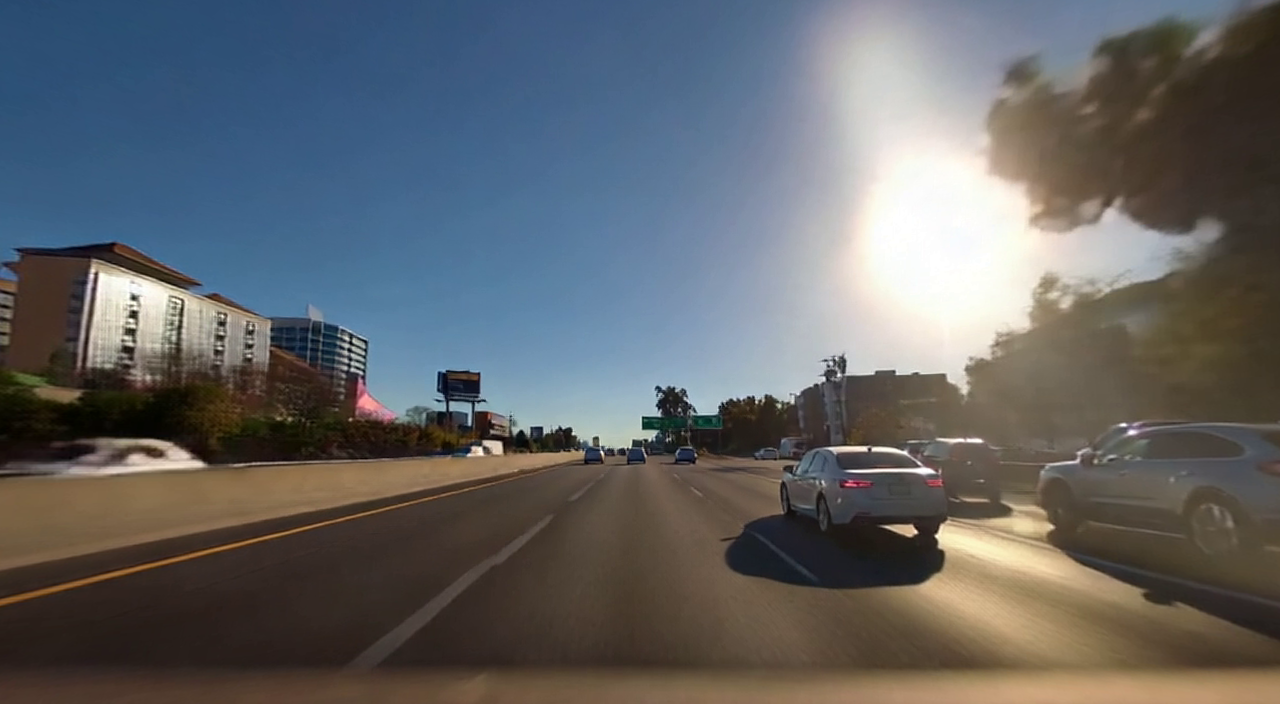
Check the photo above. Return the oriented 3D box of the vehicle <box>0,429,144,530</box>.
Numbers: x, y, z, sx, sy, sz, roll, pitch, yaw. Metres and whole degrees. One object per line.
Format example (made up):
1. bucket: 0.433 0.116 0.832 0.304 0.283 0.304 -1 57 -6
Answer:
1. vehicle: -11.445 2.113 10.508 2.031 1.625 5.415 0 -9 -1

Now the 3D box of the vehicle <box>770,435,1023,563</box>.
1. vehicle: 3.542 2.114 9.876 1.987 1.509 4.512 0 -9 -1

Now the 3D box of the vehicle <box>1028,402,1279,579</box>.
1. vehicle: 7.614 1.666 8.047 2.176 1.793 4.841 0 -9 -1
